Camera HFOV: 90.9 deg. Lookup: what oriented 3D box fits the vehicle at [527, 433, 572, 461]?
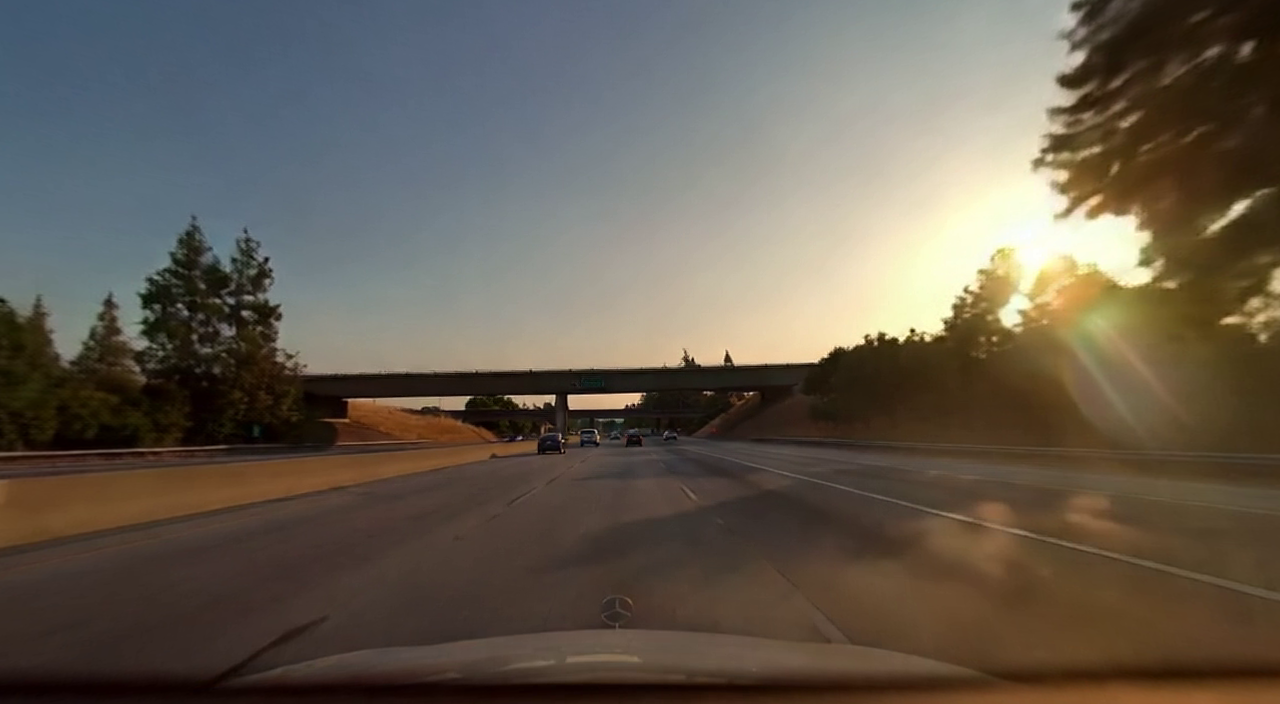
[{"bbox_3d":[-4.900,5.190,34.589,1.933,1.473,4.023,0,-8,0],"label":"vehicle"}]
